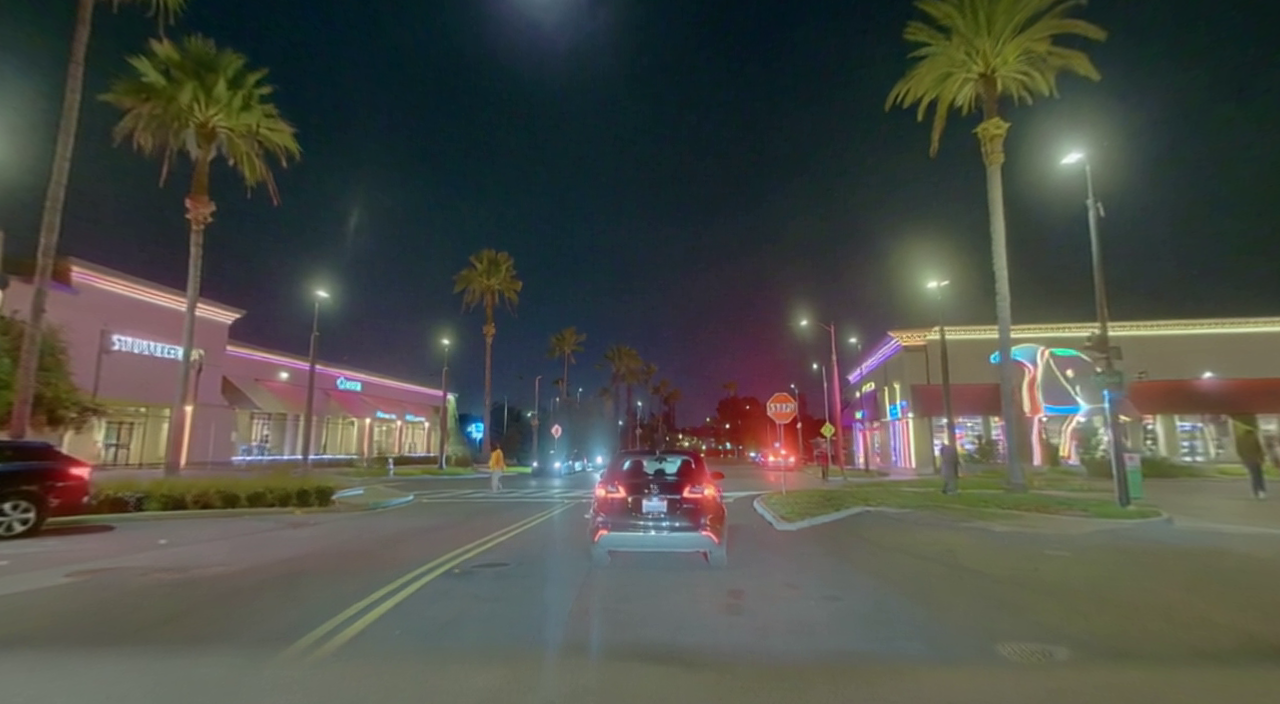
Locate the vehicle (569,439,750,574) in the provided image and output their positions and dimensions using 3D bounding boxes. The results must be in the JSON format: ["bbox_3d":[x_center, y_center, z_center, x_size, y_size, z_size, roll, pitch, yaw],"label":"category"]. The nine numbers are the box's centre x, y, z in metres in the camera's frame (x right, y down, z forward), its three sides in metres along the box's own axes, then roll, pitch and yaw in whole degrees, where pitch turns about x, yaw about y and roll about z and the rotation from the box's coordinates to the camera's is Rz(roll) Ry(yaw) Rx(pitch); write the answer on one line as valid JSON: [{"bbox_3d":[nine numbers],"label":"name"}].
[{"bbox_3d":[0.351,2.037,9.135,2.031,1.479,3.969,-1,-9,4],"label":"vehicle"}]

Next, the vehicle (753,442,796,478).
[{"bbox_3d":[9.423,7.556,44.304,2.467,2.369,1.577,5,-10,-36],"label":"vehicle"}]

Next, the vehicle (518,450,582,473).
[{"bbox_3d":[-6.910,8.464,48.988,4.529,1.682,1.895,6,-11,-36],"label":"vehicle"}]

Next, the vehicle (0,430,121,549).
[{"bbox_3d":[-10.778,2.061,9.515,2.089,1.731,4.223,-9,-12,44],"label":"vehicle"}]
